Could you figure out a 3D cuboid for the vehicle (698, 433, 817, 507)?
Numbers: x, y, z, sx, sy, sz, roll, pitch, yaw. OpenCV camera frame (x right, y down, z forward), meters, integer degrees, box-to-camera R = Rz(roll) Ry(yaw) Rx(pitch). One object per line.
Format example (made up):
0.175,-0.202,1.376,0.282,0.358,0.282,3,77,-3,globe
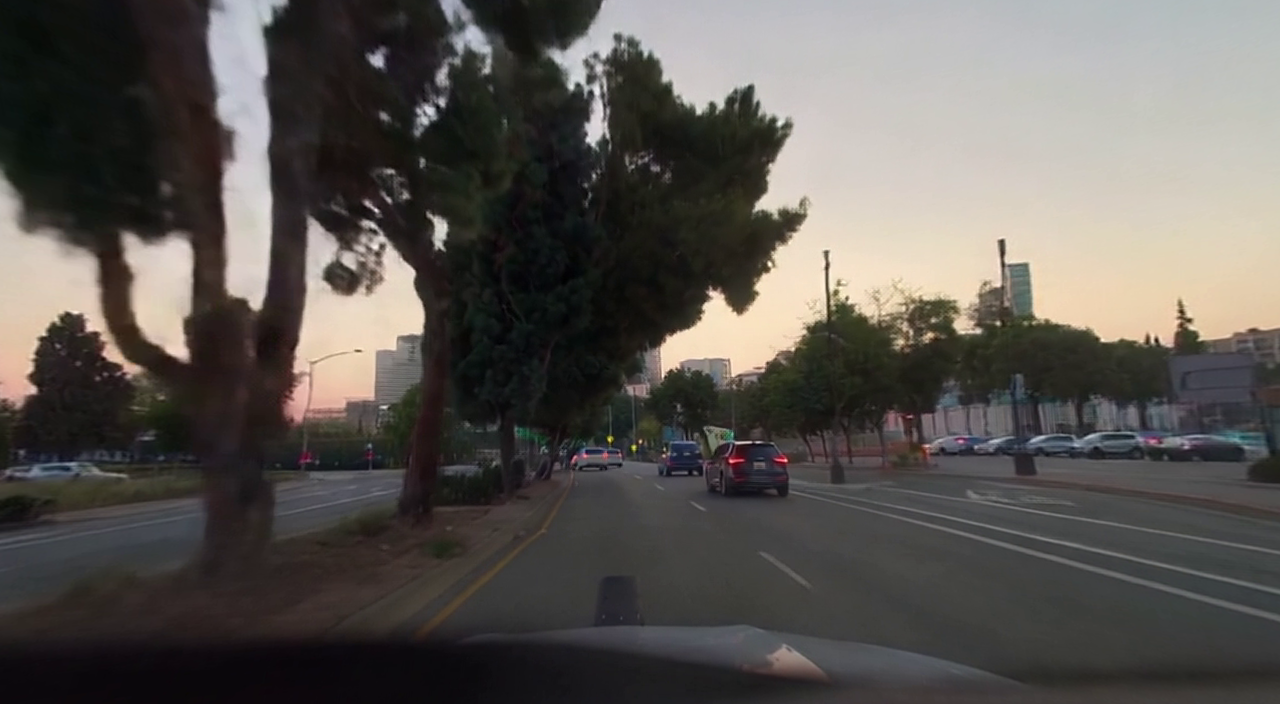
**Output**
2.794,2.934,16.083,1.966,1.596,3.980,0,-9,-5,vehicle

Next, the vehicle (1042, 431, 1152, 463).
26.950,5.630,37.386,4.736,1.755,2.221,0,-8,-2,vehicle

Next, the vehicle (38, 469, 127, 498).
-31.706,7.463,36.098,1.600,1.375,4.319,0,-9,-8,vehicle

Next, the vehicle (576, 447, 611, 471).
-3.167,7.185,42.515,2.068,1.512,3.987,1,-9,-8,vehicle

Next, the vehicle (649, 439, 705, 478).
1.736,5.242,31.309,2.046,1.768,4.370,0,-9,-6,vehicle
